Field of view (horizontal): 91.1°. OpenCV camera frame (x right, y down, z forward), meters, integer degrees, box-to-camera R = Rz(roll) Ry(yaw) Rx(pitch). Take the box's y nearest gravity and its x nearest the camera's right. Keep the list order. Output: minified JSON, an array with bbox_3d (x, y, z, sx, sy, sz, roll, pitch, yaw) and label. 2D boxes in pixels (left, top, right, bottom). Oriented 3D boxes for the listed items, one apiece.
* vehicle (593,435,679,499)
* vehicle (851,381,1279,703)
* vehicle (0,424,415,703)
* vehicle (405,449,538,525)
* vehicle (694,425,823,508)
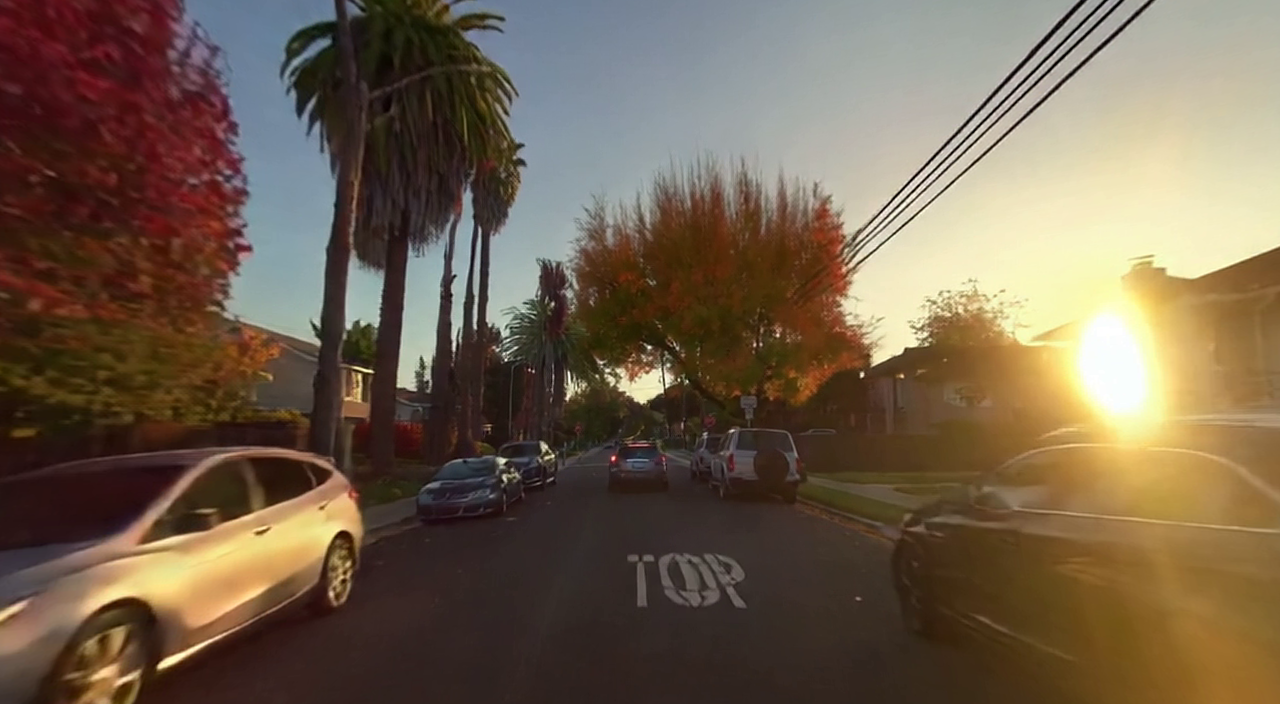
[{"bbox_3d":[-0.118,3.028,16.971,2.010,1.499,4.107,0,-8,-1],"label":"vehicle"},{"bbox_3d":[2.808,1.057,3.034,1.967,1.563,4.237,0,-8,-2],"label":"vehicle"},{"bbox_3d":[-3.156,1.270,4.092,1.911,1.449,4.412,0,-8,-3],"label":"vehicle"},{"bbox_3d":[-3.315,2.704,13.124,1.728,1.305,3.805,0,-8,0],"label":"vehicle"},{"bbox_3d":[2.579,2.653,15.043,2.136,1.650,4.837,0,-8,0],"label":"vehicle"}]
